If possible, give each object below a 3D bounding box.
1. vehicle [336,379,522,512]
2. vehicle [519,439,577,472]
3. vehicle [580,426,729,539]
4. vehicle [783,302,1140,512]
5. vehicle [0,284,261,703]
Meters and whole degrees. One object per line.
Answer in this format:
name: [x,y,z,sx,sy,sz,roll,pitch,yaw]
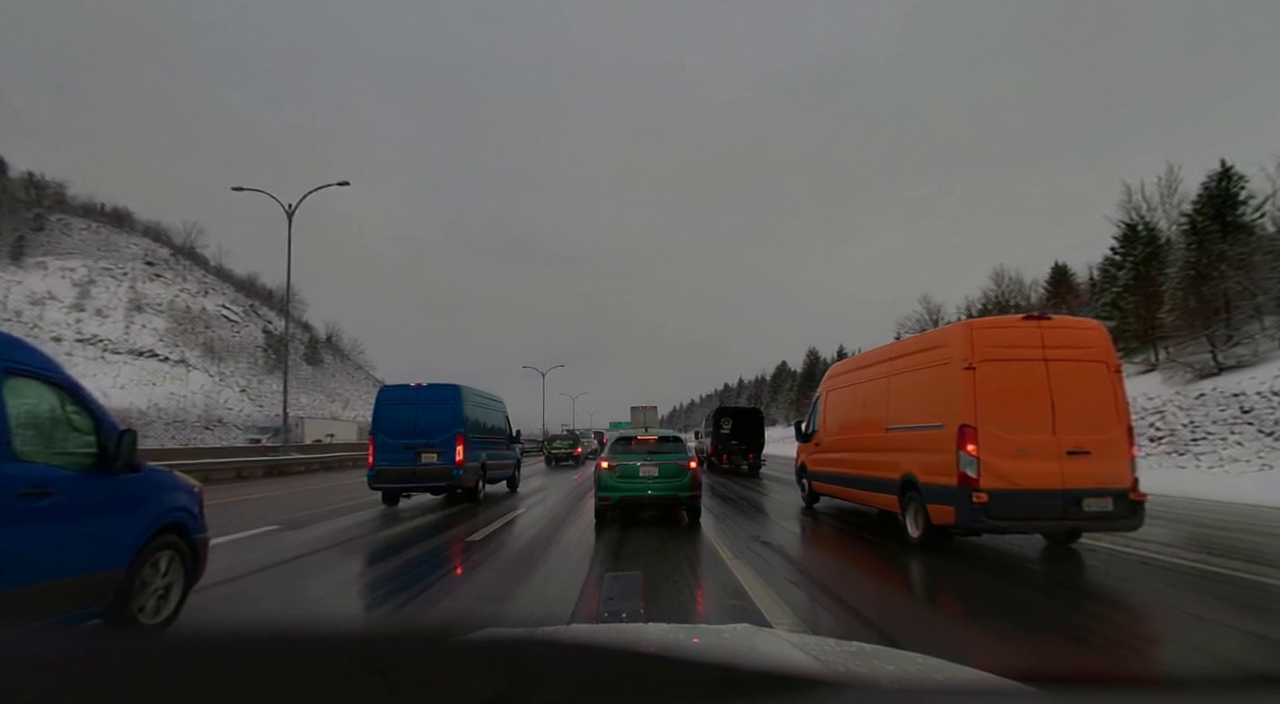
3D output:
vehicle: [-4.561,2.194,14.923,2.300,2.522,5.701,-1,-8,1]
vehicle: [-4.298,4.922,30.231,2.007,1.457,4.447,-1,-8,1]
vehicle: [0.153,2.051,10.506,2.003,1.499,3.930,0,-8,-1]
vehicle: [7.226,1.798,17.288,2.977,3.878,11.111,0,-8,-6]
vehicle: [-4.256,0.622,2.403,2.195,2.086,5.445,0,-8,0]
